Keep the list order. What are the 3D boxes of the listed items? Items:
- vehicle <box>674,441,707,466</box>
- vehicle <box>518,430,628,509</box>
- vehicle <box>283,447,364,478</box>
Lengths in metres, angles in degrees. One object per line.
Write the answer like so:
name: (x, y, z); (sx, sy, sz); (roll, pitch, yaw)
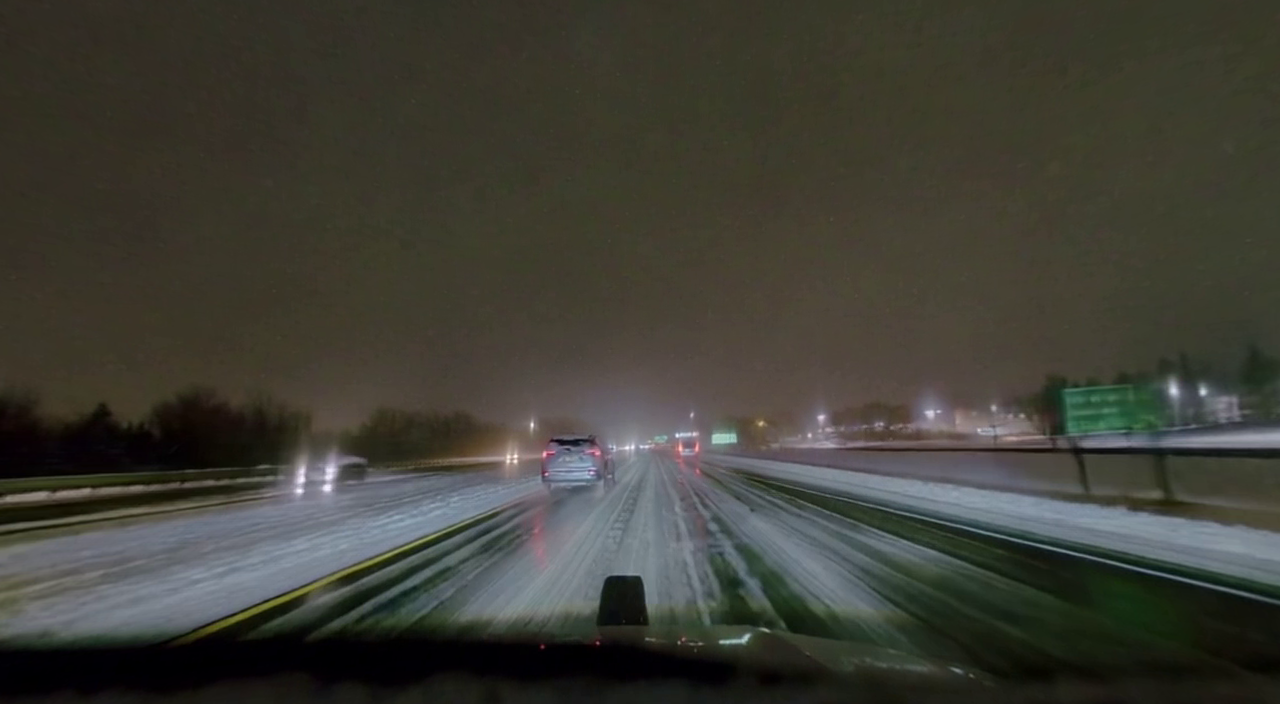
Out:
vehicle: (3.544, 7.192, 44.890); (2.073, 1.621, 3.993); (-1, -8, 1)
vehicle: (-1.526, 2.920, 16.169); (2.143, 1.693, 4.513); (-1, -8, 2)
vehicle: (-18.626, 6.487, 37.410); (2.039, 1.710, 5.085); (-1, -8, 1)
